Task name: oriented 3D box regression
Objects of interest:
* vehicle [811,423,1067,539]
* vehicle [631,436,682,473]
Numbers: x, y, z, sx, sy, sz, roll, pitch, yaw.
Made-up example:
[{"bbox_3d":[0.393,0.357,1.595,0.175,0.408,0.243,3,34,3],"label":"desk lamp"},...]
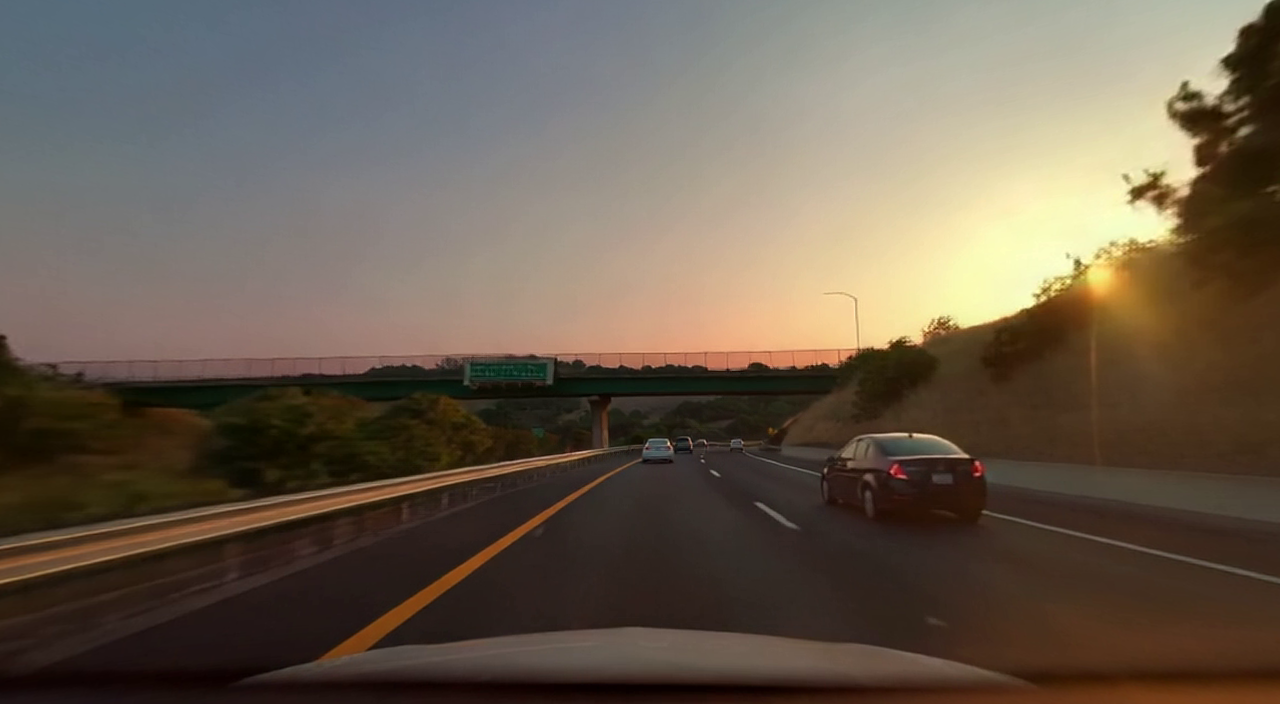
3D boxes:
[{"bbox_3d":[4.487,2.015,10.479,2.163,1.489,4.470,0,-8,2],"label":"vehicle"},{"bbox_3d":[0.756,4.370,27.029,1.993,1.461,3.812,-1,-8,3],"label":"vehicle"}]
